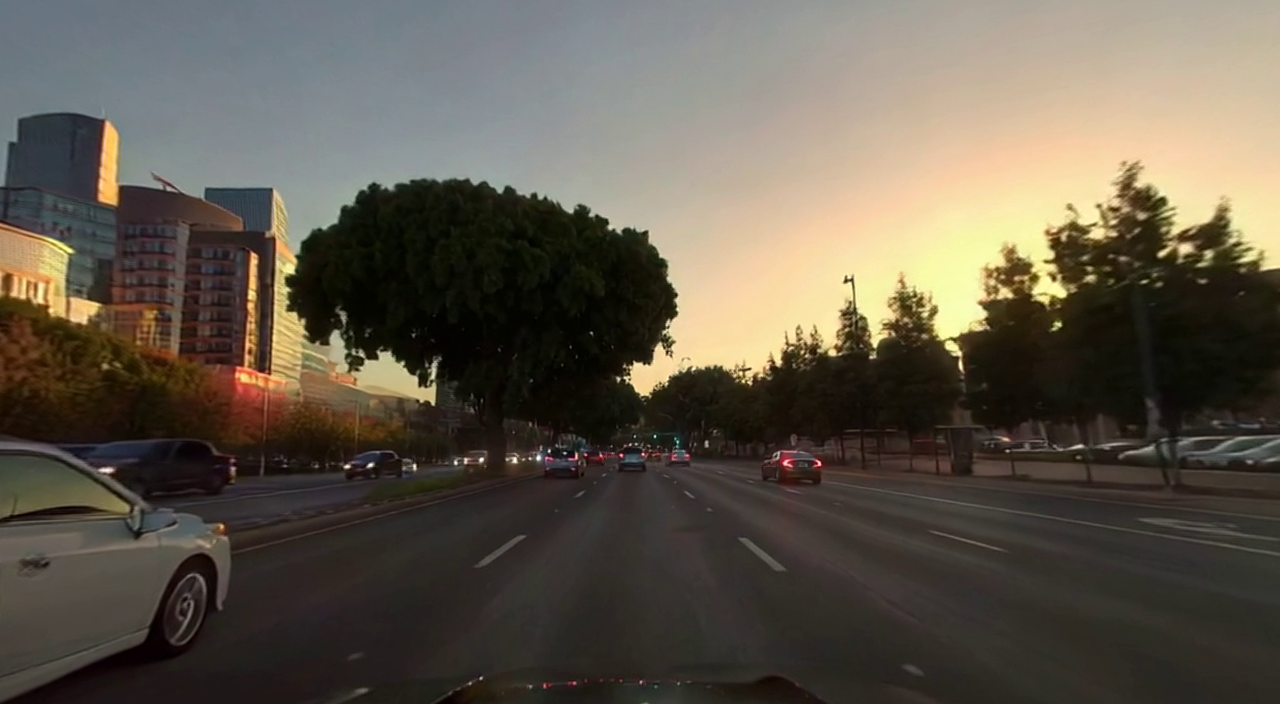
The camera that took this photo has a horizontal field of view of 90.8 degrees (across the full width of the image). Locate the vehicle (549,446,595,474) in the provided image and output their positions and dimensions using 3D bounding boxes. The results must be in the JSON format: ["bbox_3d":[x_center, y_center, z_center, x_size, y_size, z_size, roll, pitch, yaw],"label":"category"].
[{"bbox_3d":[-3.853,6.161,36.417,2.163,1.474,4.413,0,-8,0],"label":"vehicle"}]

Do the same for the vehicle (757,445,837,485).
[{"bbox_3d":[6.278,4.549,25.863,2.028,1.451,4.625,0,-8,-1],"label":"vehicle"}]

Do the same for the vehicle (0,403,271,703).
[{"bbox_3d":[-3.736,0.927,2.430,2.018,1.476,4.364,0,-8,0],"label":"vehicle"}]

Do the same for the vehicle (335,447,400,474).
[{"bbox_3d":[-15.949,6.367,37.206,1.835,1.455,4.487,0,-8,0],"label":"vehicle"}]

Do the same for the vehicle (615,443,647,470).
[{"bbox_3d":[-0.618,6.890,41.879,2.008,1.716,4.125,0,-8,-1],"label":"vehicle"}]

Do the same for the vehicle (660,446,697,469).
[{"bbox_3d":[2.499,6.969,41.809,2.014,1.430,4.103,0,-8,-2],"label":"vehicle"}]
